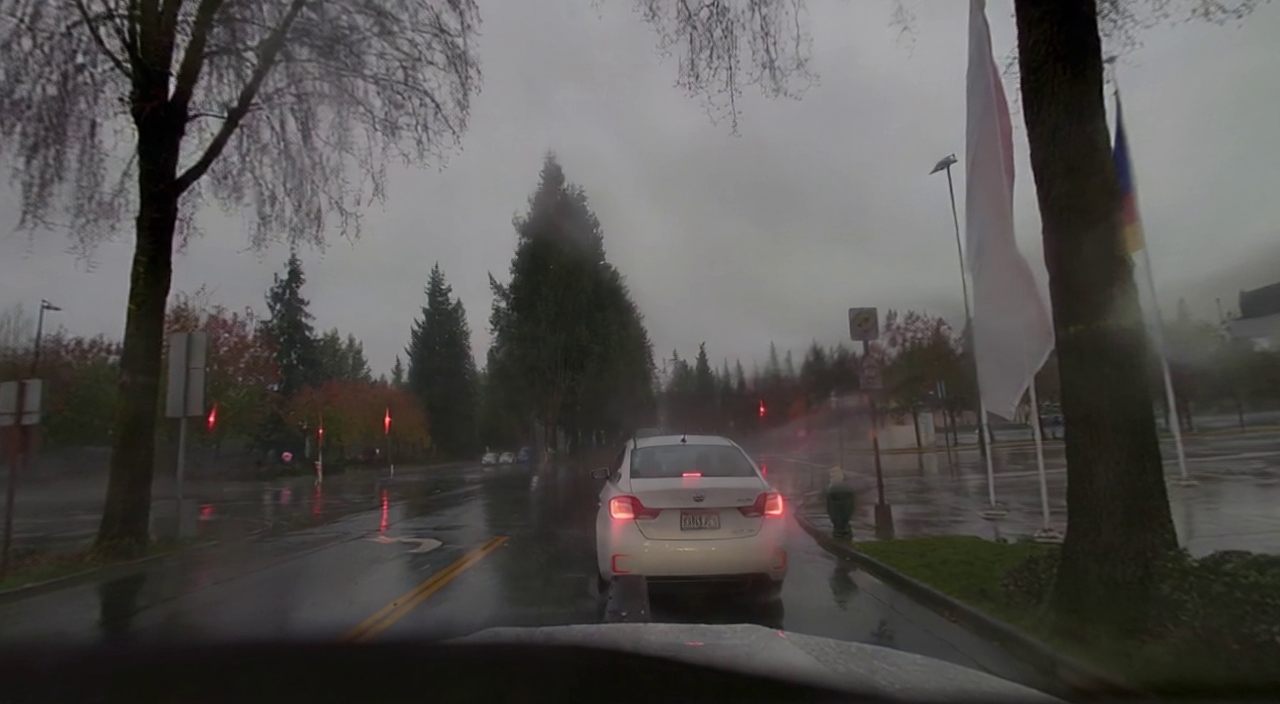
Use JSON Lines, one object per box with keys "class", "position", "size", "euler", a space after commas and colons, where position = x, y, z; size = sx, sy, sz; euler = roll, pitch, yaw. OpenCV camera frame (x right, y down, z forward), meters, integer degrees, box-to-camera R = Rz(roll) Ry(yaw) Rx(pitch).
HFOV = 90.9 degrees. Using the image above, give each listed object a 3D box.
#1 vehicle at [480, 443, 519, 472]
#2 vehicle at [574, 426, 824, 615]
{"class": "vehicle", "position": [-10.058, 7.590, 45.343], "size": [2.212, 1.948, 4.537], "euler": [0, -9, -6]}
{"class": "vehicle", "position": [0.378, 1.621, 6.897], "size": [1.985, 1.463, 3.647], "euler": [0, -9, -3]}
